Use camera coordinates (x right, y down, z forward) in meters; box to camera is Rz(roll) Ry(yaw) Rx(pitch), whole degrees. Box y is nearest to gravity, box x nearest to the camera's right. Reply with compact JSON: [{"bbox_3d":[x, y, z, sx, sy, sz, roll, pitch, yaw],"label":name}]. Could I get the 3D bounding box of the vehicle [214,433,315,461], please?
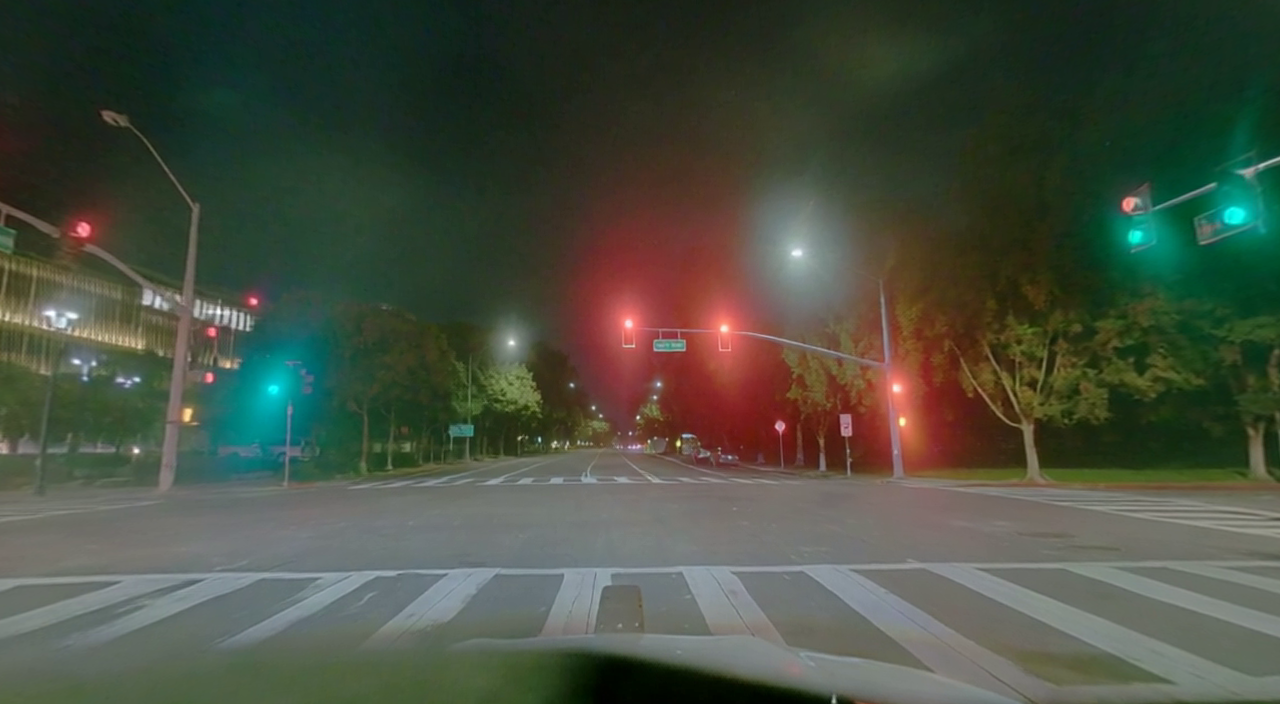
[{"bbox_3d":[-22.390,5.683,37.856,4.765,1.593,1.891,1,-9,-7],"label":"vehicle"}]
